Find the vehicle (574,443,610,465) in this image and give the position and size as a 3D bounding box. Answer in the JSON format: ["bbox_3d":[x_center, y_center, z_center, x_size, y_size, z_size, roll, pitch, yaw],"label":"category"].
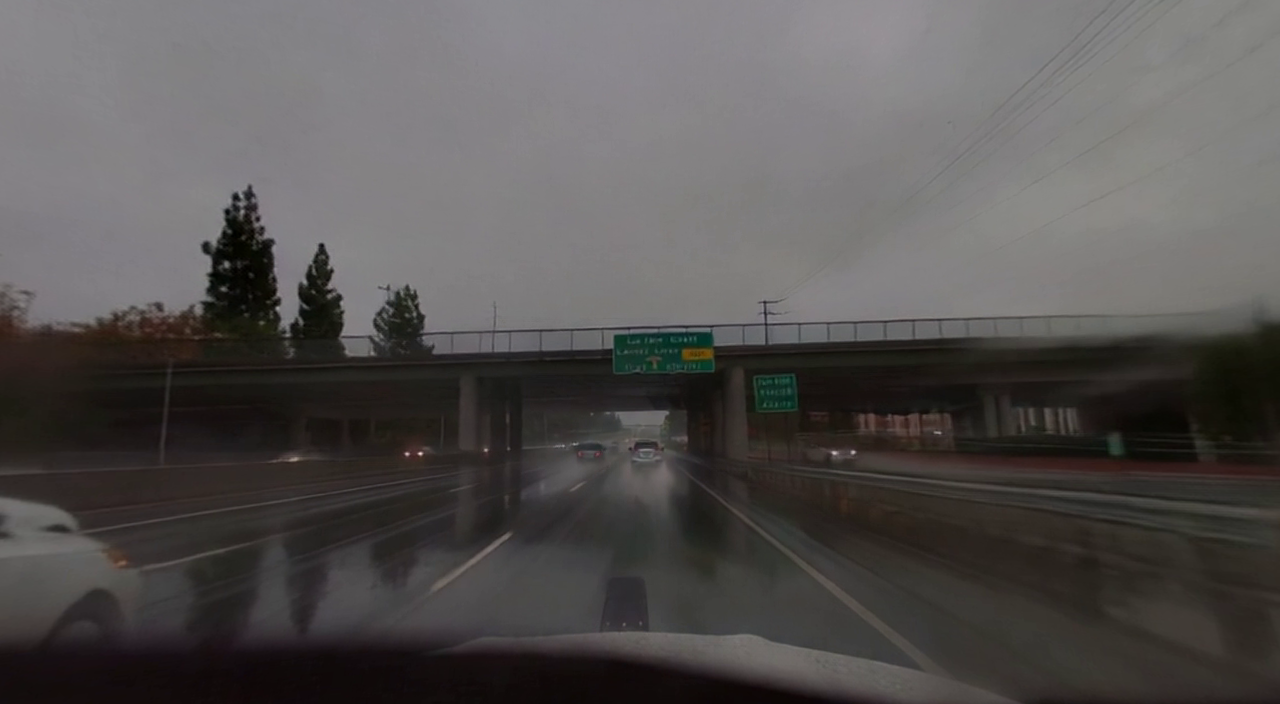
[{"bbox_3d":[-3.235,6.985,43.366,2.056,1.464,4.564,0,-8,1],"label":"vehicle"}]

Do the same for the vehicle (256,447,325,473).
[{"bbox_3d":[-22.195,6.873,40.277,1.892,1.531,4.346,0,-8,1],"label":"vehicle"}]

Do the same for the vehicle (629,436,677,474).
[{"bbox_3d":[0.592,4.910,30.290,2.152,1.697,4.066,0,-8,0],"label":"vehicle"}]

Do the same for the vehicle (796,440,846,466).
[{"bbox_3d":[12.530,6.982,43.895,2.009,1.675,4.196,1,-8,-3],"label":"vehicle"}]
